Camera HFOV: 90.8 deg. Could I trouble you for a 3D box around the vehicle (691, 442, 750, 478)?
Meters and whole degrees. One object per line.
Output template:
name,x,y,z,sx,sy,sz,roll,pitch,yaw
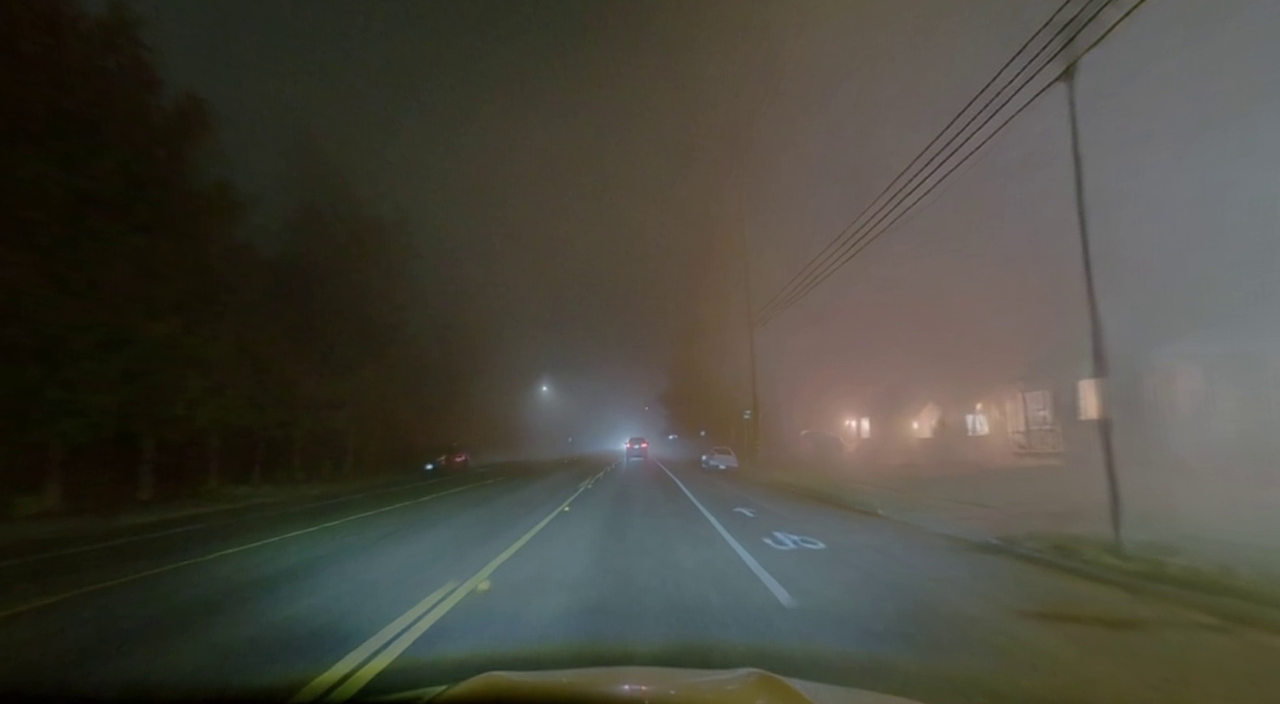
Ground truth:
vehicle,3.774,5.104,30.271,2.167,1.535,4.464,1,-8,-1

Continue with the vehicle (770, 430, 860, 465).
vehicle,10.626,5.782,38.513,4.709,1.743,1.965,-3,-8,-8

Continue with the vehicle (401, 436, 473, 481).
vehicle,-11.107,5.827,35.043,2.111,2.050,5.328,-7,-8,-1
